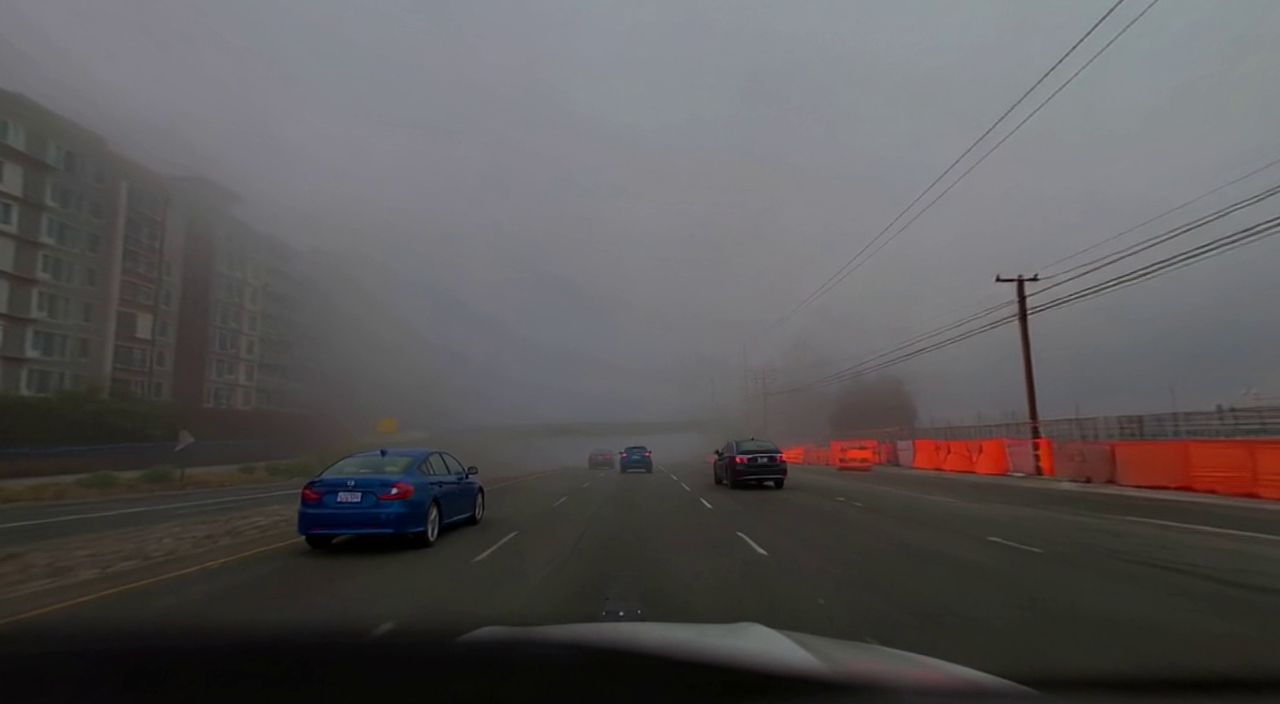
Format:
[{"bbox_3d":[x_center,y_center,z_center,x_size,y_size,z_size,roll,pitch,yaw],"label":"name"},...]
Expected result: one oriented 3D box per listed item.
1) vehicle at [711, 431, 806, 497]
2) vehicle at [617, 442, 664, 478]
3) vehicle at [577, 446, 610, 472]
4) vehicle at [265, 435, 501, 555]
[{"bbox_3d":[3.516,3.395,19.614,2.029,1.797,4.218,0,-8,-2],"label":"vehicle"},{"bbox_3d":[-0.005,5.522,32.677,2.291,1.714,4.217,0,-8,-1],"label":"vehicle"},{"bbox_3d":[-3.475,8.086,47.890,2.190,1.832,4.417,0,-8,0],"label":"vehicle"},{"bbox_3d":[-3.668,2.095,10.014,1.968,1.473,4.209,0,-8,0],"label":"vehicle"}]
